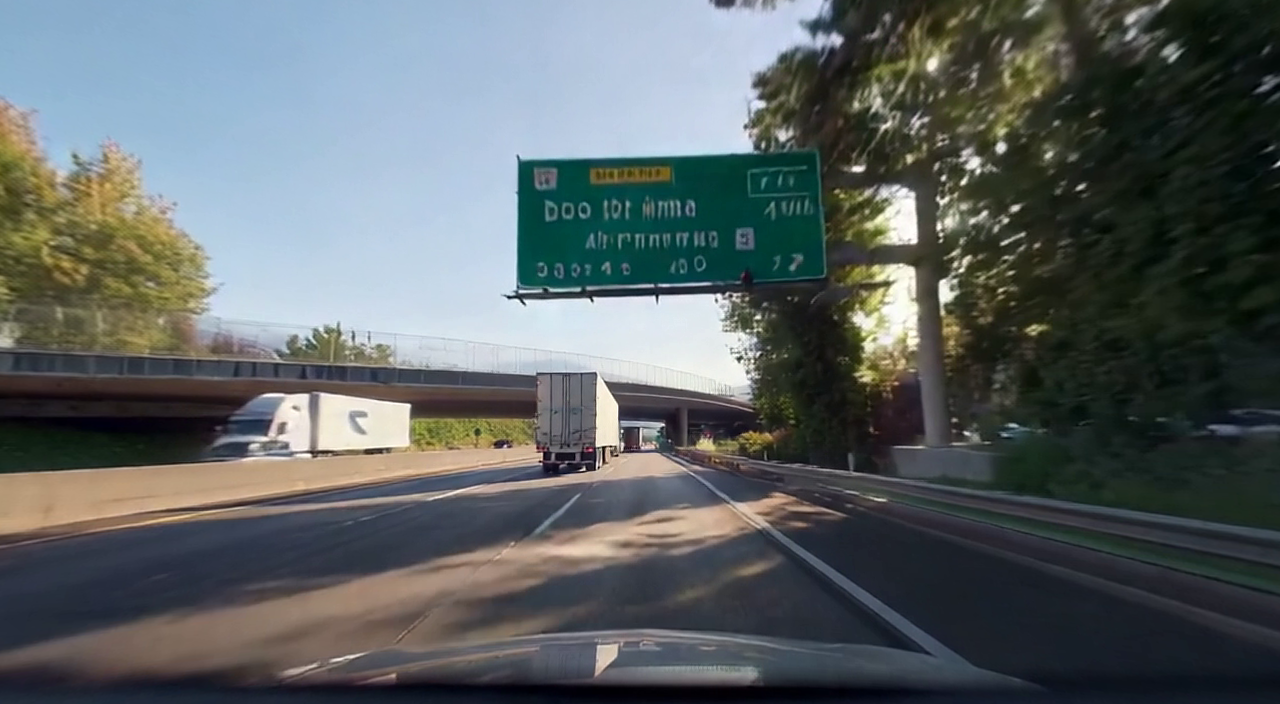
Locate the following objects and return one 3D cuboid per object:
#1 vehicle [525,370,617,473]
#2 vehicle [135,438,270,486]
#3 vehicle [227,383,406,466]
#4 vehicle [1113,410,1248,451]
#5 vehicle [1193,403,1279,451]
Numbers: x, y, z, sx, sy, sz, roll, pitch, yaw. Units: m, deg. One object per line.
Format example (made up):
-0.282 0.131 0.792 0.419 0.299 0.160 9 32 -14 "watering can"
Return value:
-2.982 3.776 32.010 2.947 4.051 14.256 1 -8 0 "vehicle"
-14.642 3.689 21.333 1.725 1.444 3.898 0 -8 0 "vehicle"
-18.334 4.551 37.633 2.937 4.009 14.253 0 -8 1 "vehicle"
24.461 3.605 28.566 4.288 1.766 1.975 0 -8 -1 "vehicle"
25.980 3.128 25.998 4.219 1.898 2.086 1 -8 -1 "vehicle"
